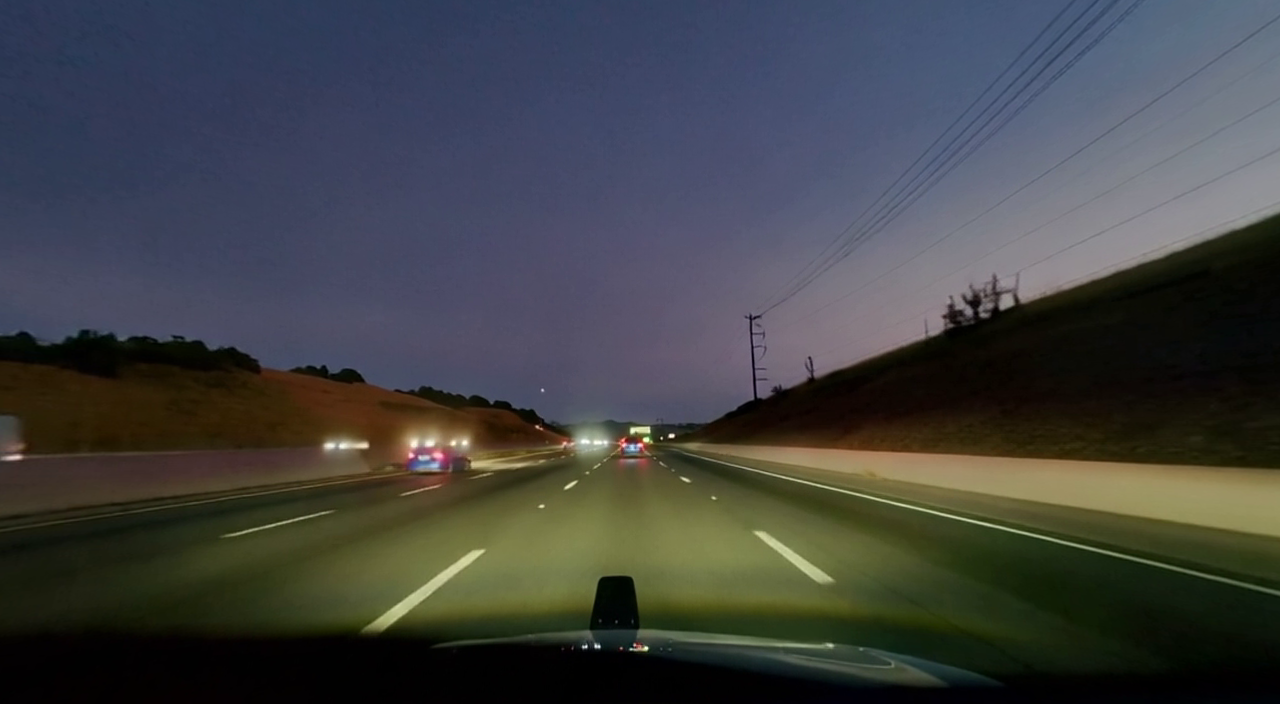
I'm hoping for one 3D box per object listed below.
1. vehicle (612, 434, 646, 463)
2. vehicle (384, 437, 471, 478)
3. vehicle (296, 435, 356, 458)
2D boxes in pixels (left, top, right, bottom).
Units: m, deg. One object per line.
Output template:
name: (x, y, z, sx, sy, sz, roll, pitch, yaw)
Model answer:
vehicle: (-0.714, 6.189, 40.358, 2.040, 1.715, 3.906, -1, -8, -1)
vehicle: (-8.425, 4.193, 25.362, 2.047, 1.486, 4.306, -1, -8, -1)
vehicle: (-22.604, 6.824, 45.507, 1.896, 1.542, 4.581, -1, -8, 1)
